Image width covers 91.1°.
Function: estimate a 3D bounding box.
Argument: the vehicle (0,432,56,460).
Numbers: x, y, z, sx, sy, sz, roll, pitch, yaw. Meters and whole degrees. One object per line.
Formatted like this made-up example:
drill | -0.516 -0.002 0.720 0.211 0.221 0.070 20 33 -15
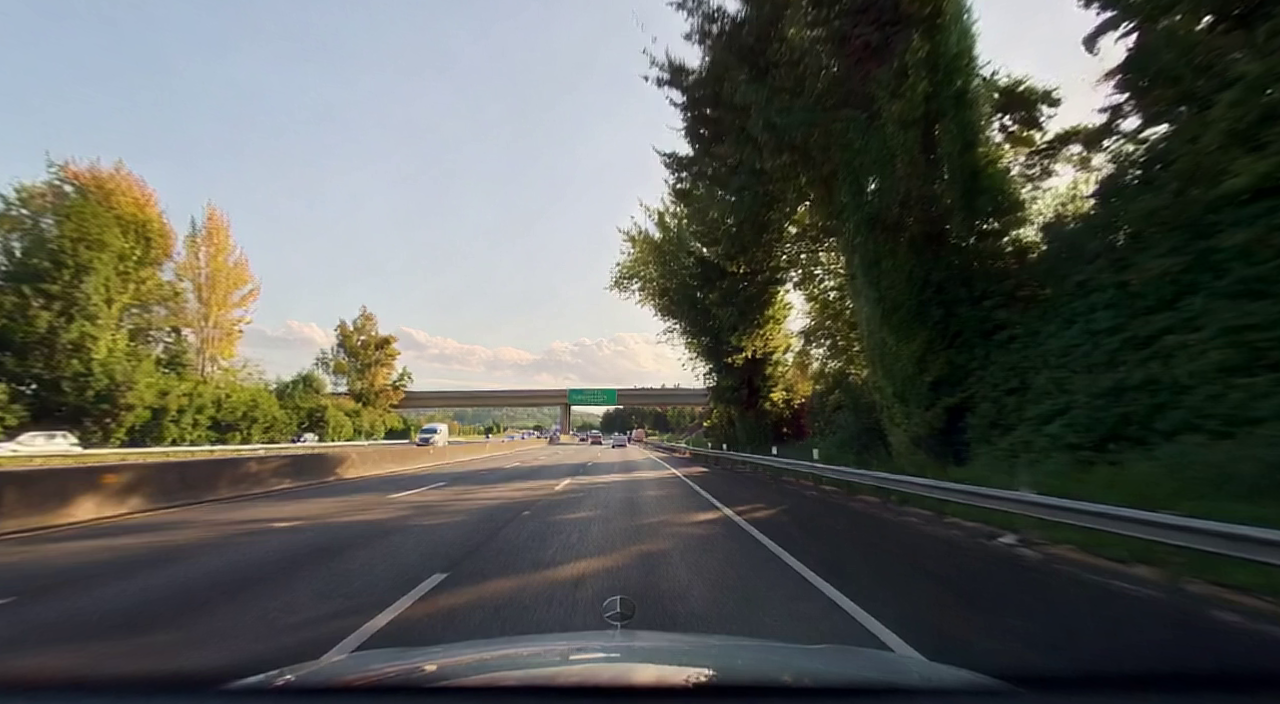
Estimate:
vehicle | -34.678 5.105 34.211 1.746 1.476 4.277 0 -8 -2
